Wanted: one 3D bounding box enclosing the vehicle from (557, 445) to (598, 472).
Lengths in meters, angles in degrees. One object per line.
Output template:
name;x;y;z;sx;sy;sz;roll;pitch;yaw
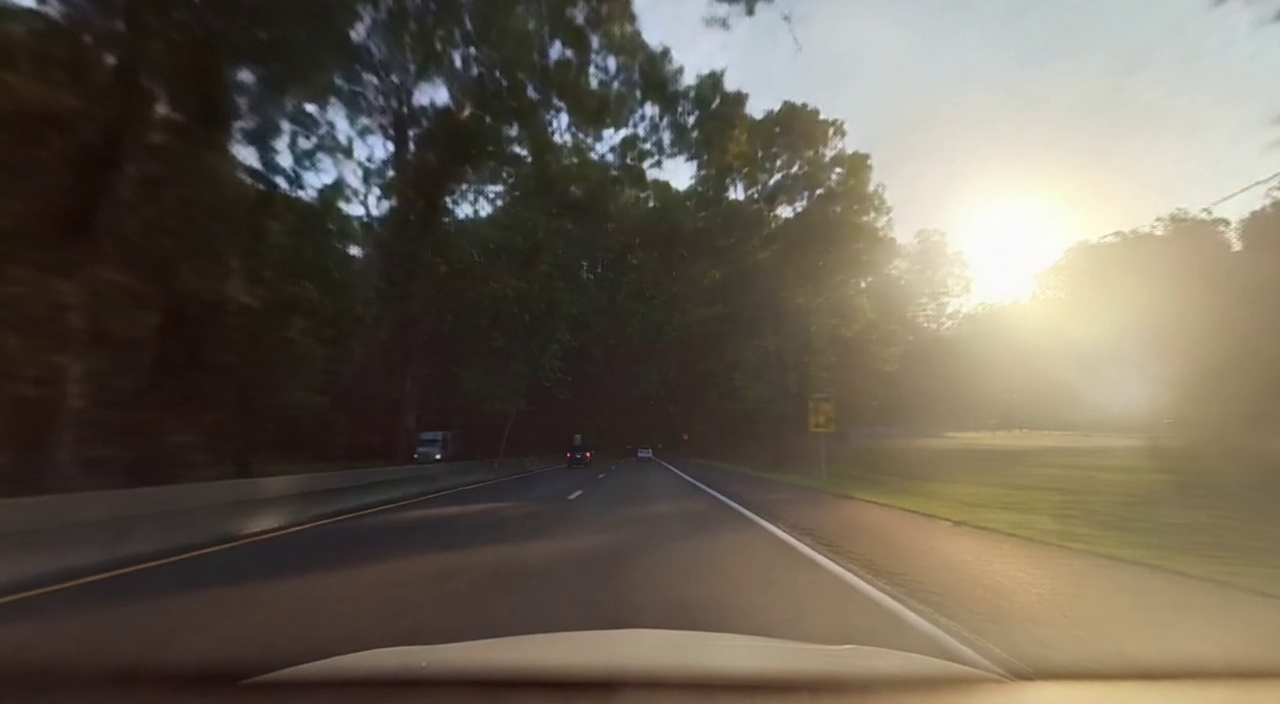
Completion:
vehicle;-3.743;6.437;38.303;2.112;1.498;4.117;0;-9;-1

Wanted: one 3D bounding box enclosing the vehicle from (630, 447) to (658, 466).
vehicle;0.279;7.877;47.548;1.989;1.402;3.831;0;-9;-1
